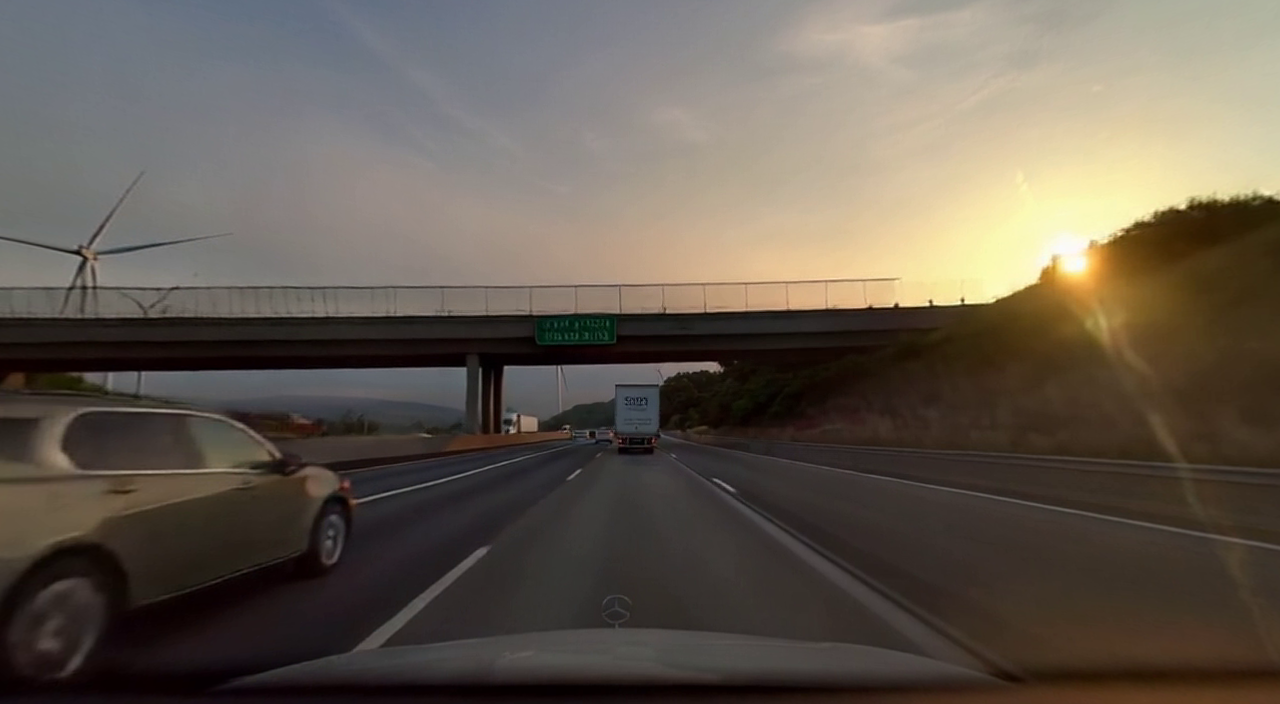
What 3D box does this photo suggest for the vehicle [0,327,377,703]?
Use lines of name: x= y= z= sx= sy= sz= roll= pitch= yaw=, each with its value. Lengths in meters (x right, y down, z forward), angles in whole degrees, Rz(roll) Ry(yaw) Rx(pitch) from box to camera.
vehicle: x=-3.671 y=0.902 z=3.680 sx=2.167 sy=1.686 sz=4.946 roll=0 pitch=-8 yaw=-1

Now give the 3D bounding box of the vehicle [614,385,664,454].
vehicle: x=-0.207 y=4.749 z=42.783 sx=2.906 sy=3.990 sz=12.551 roll=0 pitch=-8 yaw=-1
